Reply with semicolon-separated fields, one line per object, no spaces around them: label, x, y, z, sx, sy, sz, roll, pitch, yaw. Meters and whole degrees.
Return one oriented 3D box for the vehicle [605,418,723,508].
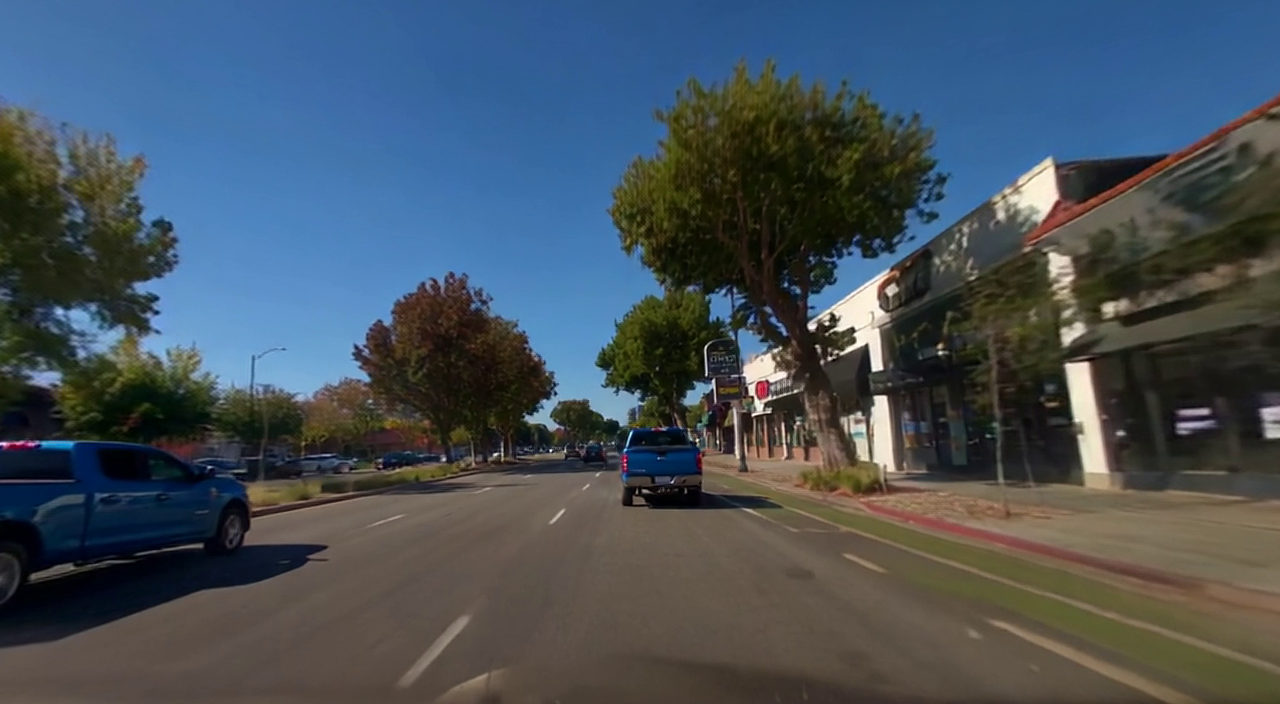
vehicle;0.408;2.868;16.816;2.590;1.932;5.776;0;-9;-2

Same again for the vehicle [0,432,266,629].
vehicle;-5.645;1.459;5.636;1.888;1.424;4.553;0;-8;-1
